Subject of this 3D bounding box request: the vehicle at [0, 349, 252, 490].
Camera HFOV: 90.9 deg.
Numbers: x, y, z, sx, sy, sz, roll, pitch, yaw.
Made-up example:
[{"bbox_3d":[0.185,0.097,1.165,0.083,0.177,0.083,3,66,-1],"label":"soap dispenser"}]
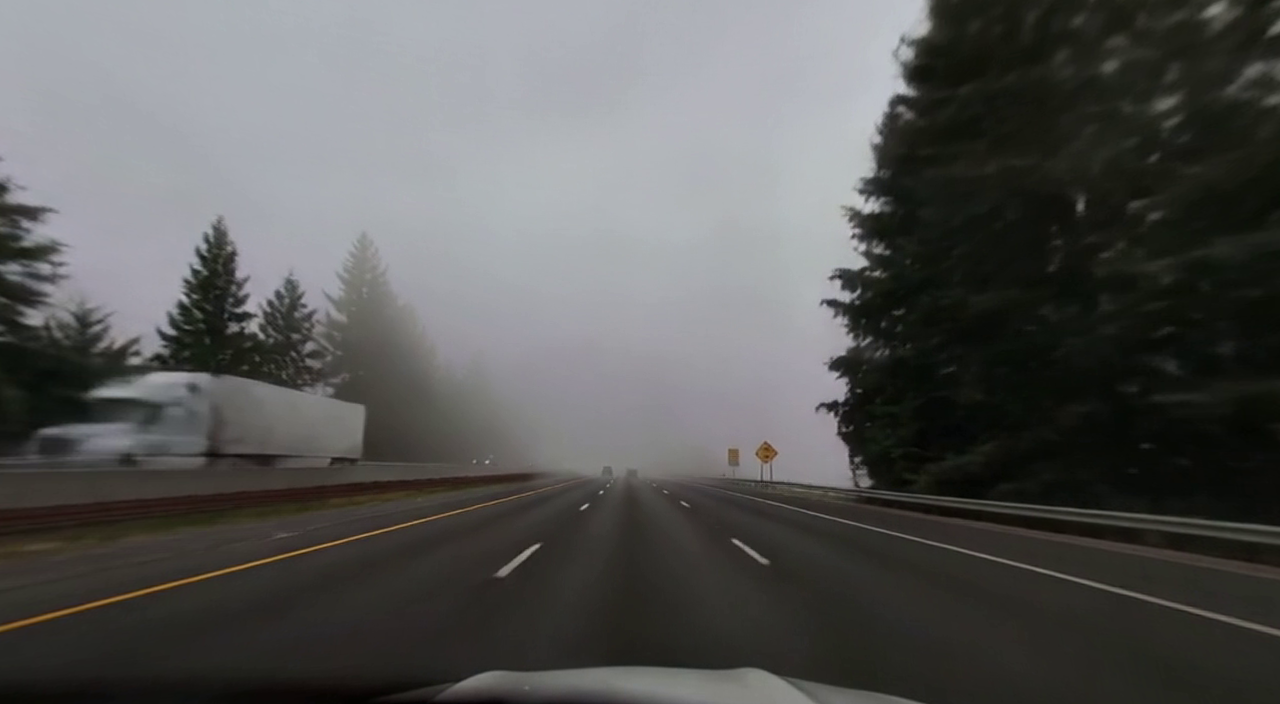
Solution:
[{"bbox_3d":[-16.040,2.360,20.351,2.975,3.883,5.859,1,-10,1],"label":"vehicle"}]
